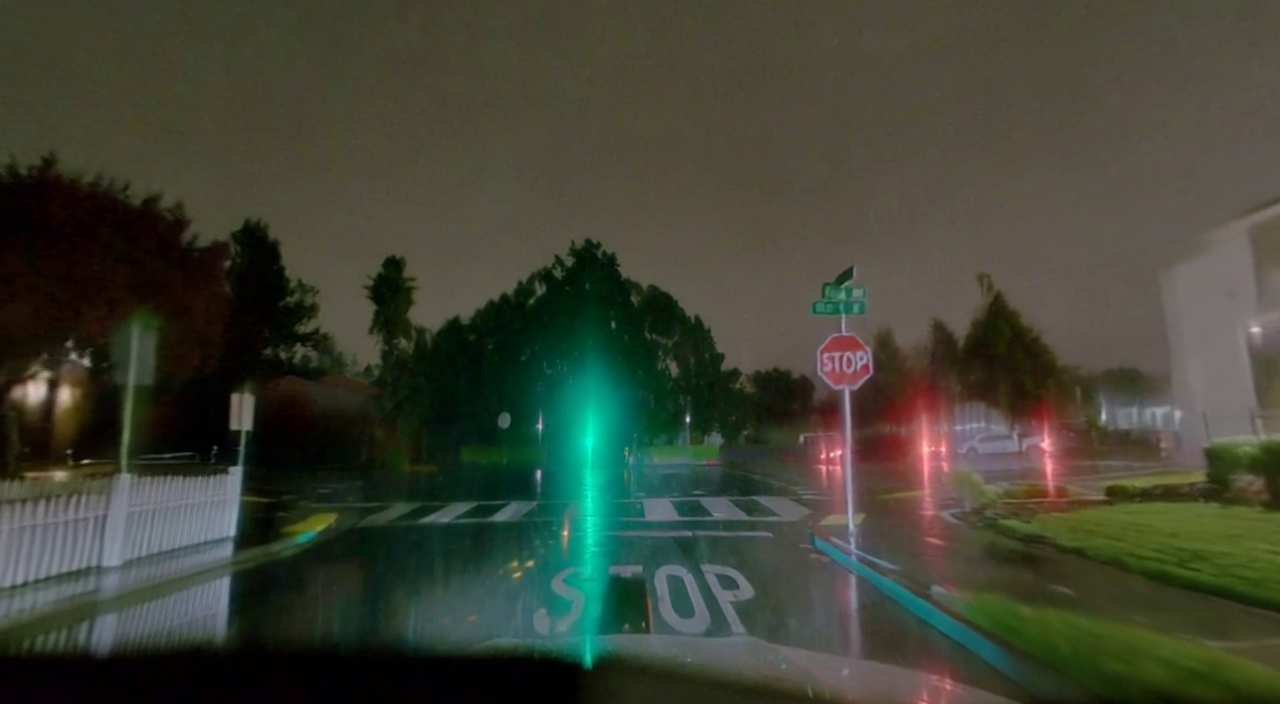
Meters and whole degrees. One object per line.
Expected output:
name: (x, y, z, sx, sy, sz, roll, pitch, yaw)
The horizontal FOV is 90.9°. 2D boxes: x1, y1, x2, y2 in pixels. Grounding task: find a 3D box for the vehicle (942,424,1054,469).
vehicle: (18.883, 5.028, 33.474, 2.395, 2.164, 4.475, 5, -10, -27)
